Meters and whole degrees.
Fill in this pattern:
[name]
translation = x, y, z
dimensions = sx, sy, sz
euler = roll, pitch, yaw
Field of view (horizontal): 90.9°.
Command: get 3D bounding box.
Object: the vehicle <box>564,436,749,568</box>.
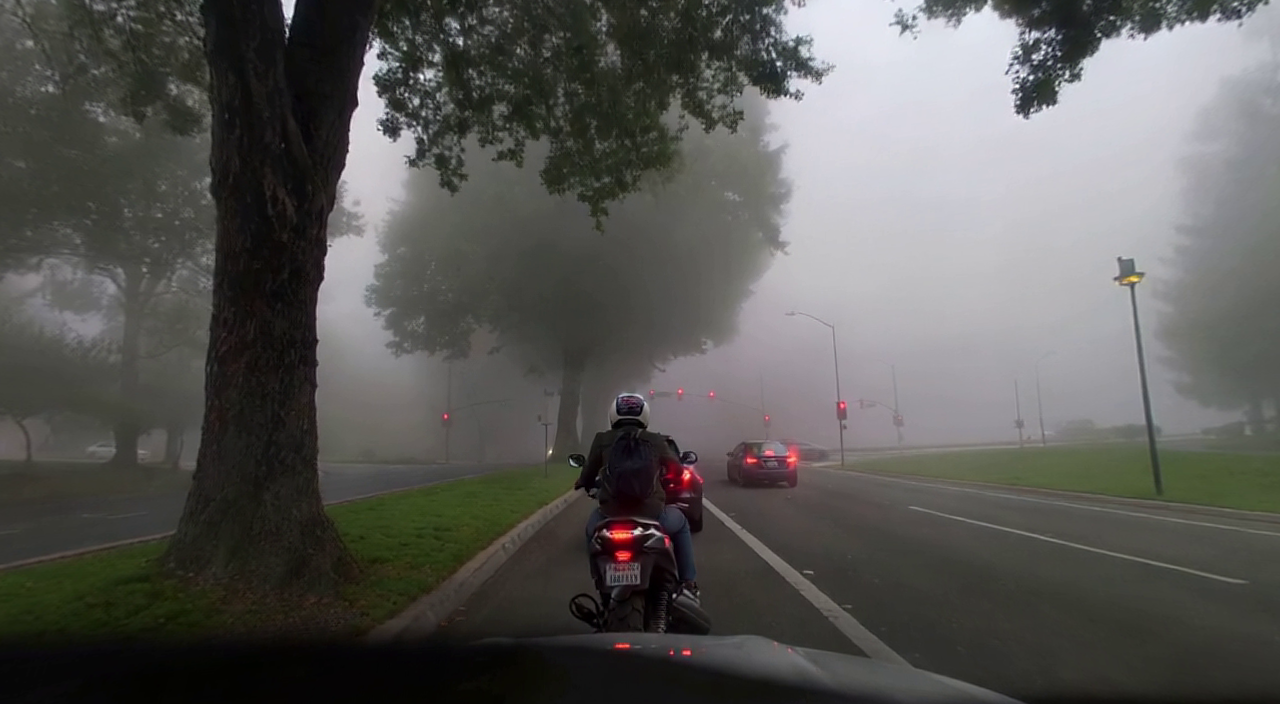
[vehicle]
translation = 0.139, 2.024, 9.422
dimensions = 2.093, 1.450, 4.437
euler = 0, -8, -1
